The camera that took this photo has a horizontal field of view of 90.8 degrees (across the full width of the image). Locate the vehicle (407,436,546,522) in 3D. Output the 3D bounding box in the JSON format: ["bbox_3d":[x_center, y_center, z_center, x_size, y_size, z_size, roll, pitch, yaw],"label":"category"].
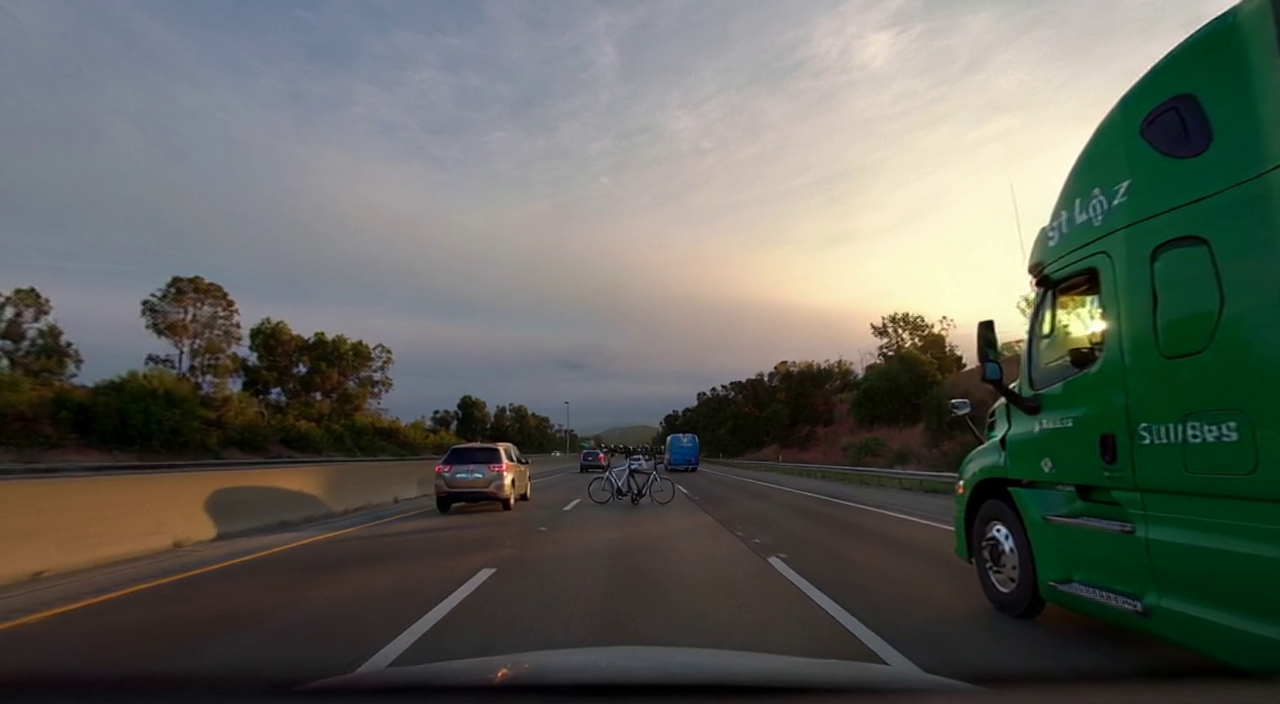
[{"bbox_3d":[-3.576,2.876,14.799,1.985,1.671,4.604,0,-9,0],"label":"vehicle"}]

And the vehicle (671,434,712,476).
[{"bbox_3d":[3.484,7.098,43.652,2.234,2.679,5.372,0,-9,-1],"label":"vehicle"}]

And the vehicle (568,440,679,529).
[{"bbox_3d":[-0.298,2.657,13.095,1.973,1.574,3.426,0,-9,0],"label":"vehicle"}]
